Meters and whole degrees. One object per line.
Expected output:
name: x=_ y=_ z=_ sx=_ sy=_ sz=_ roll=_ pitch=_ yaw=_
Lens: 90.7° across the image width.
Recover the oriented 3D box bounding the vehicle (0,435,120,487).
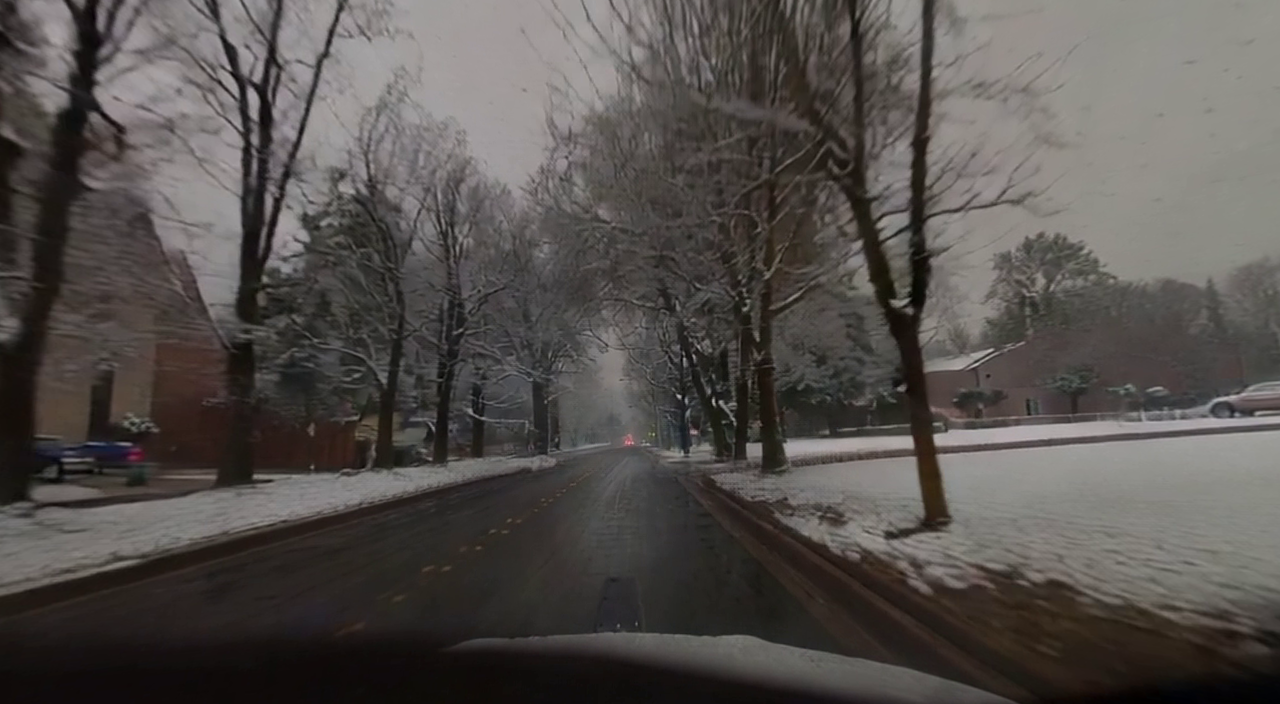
vehicle: x=-24.679 y=4.373 z=25.524 sx=5.409 sy=1.967 sz=2.123 roll=0 pitch=-8 yaw=-1
